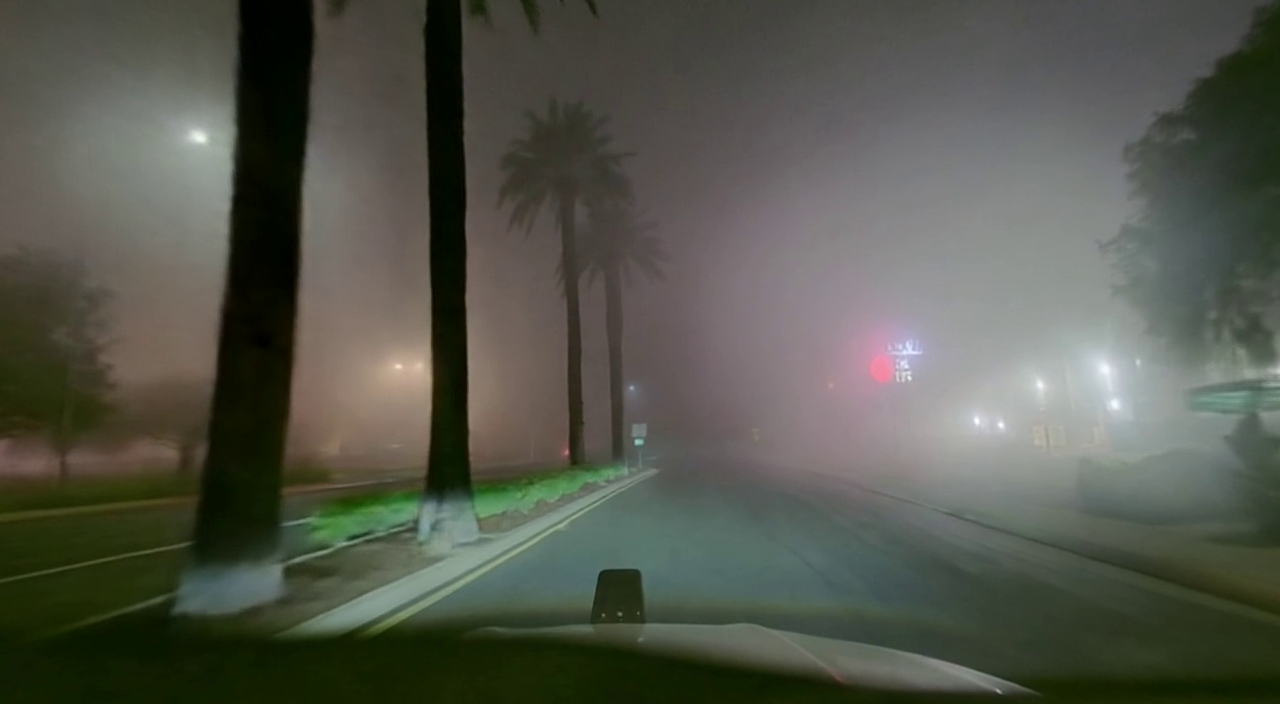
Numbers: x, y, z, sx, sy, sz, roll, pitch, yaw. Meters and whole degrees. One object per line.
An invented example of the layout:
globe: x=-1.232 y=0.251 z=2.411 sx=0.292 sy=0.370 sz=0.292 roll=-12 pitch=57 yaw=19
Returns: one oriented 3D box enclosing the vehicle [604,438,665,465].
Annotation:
vehicle: x=-0.462 y=7.213 z=46.046 sx=2.174 sy=1.863 sz=4.651 roll=5 pitch=-10 yaw=-34
